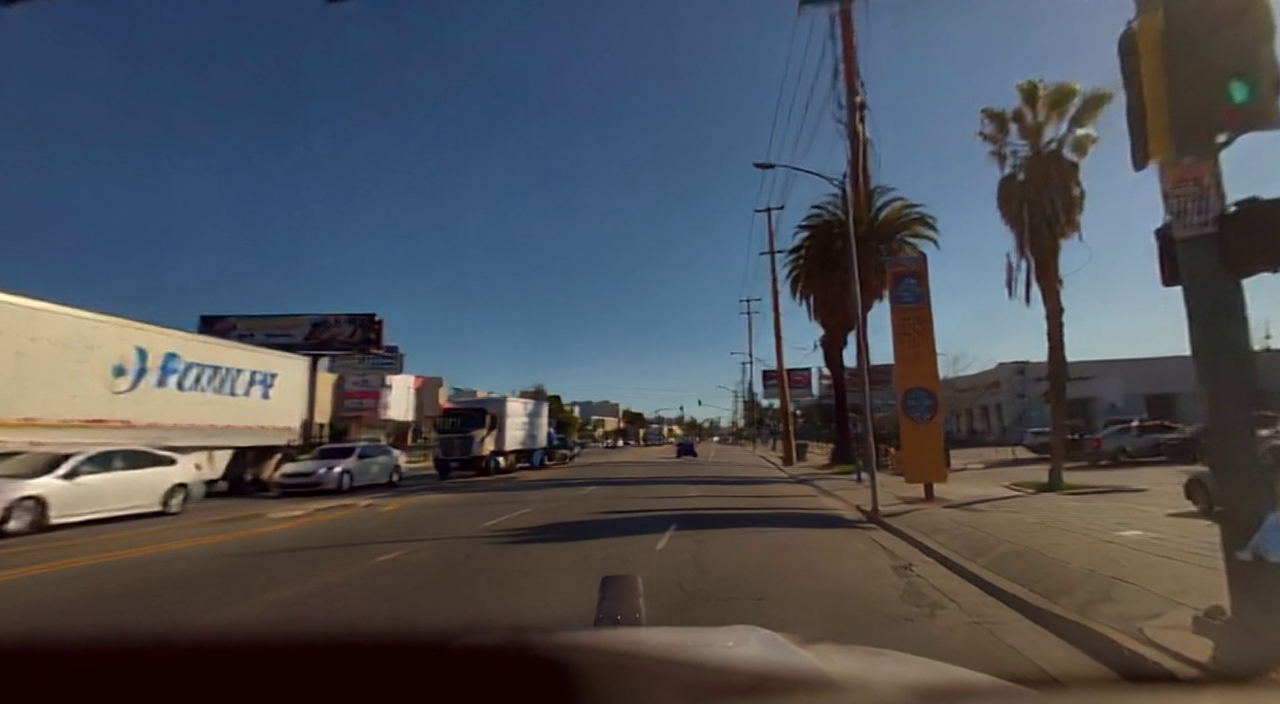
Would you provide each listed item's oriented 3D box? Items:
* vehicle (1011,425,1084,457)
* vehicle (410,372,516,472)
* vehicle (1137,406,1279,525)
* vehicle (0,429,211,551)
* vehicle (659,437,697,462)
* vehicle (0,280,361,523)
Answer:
[{"bbox_3d":[21.294,4.703,33.231,1.697,1.559,3.647,-2,-9,8],"label":"vehicle"},{"bbox_3d":[-7.321,3.060,26.659,3.027,3.903,3.372,-2,-10,9],"label":"vehicle"},{"bbox_3d":[9.246,1.547,8.698,1.796,1.490,4.416,-4,-12,10],"label":"vehicle"},{"bbox_3d":[-9.265,2.007,9.388,1.949,1.510,4.958,-4,-6,8],"label":"vehicle"},{"bbox_3d":[2.512,6.257,40.836,2.040,1.492,5.114,-2,-9,8],"label":"vehicle"},{"bbox_3d":[-12.158,1.229,13.428,2.876,4.151,17.071,-2,-9,7],"label":"vehicle"}]
